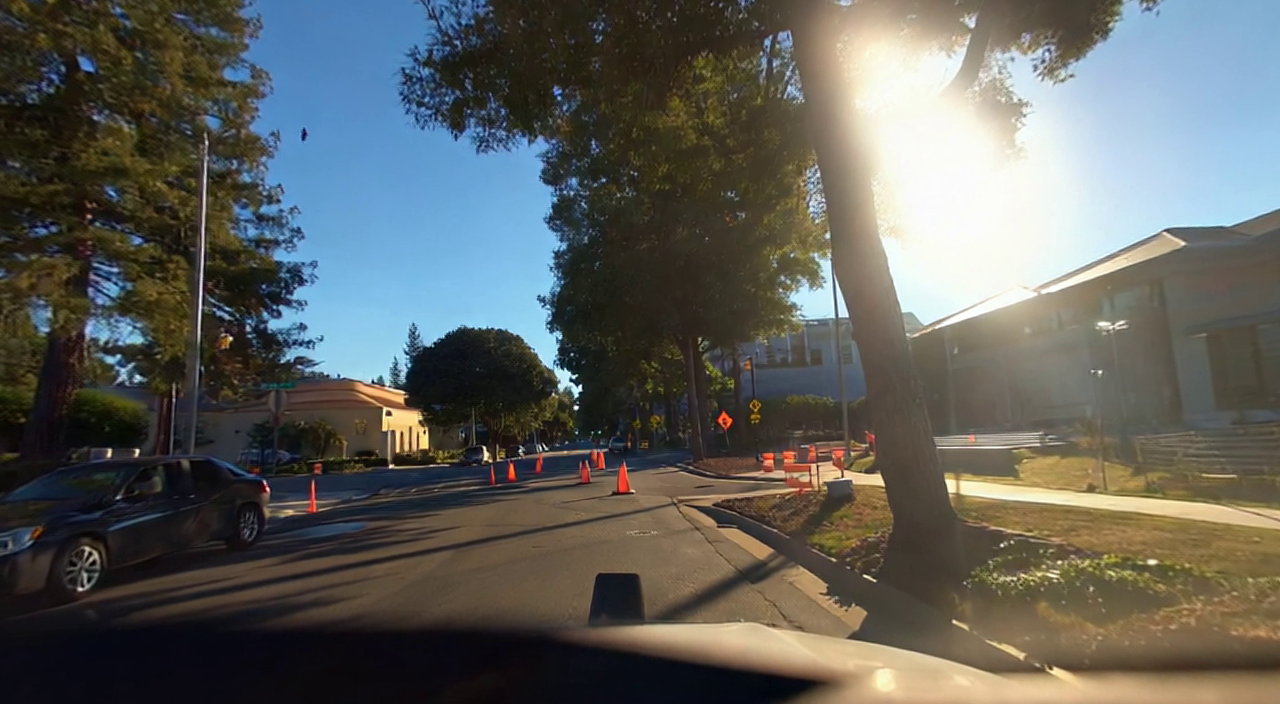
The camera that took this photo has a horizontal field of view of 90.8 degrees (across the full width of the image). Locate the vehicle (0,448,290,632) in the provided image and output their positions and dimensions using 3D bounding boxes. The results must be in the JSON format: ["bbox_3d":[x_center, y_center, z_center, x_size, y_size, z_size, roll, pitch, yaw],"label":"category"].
[{"bbox_3d":[-7.596,2.015,7.558,2.961,1.701,7.563,1,-9,-4],"label":"vehicle"}]
